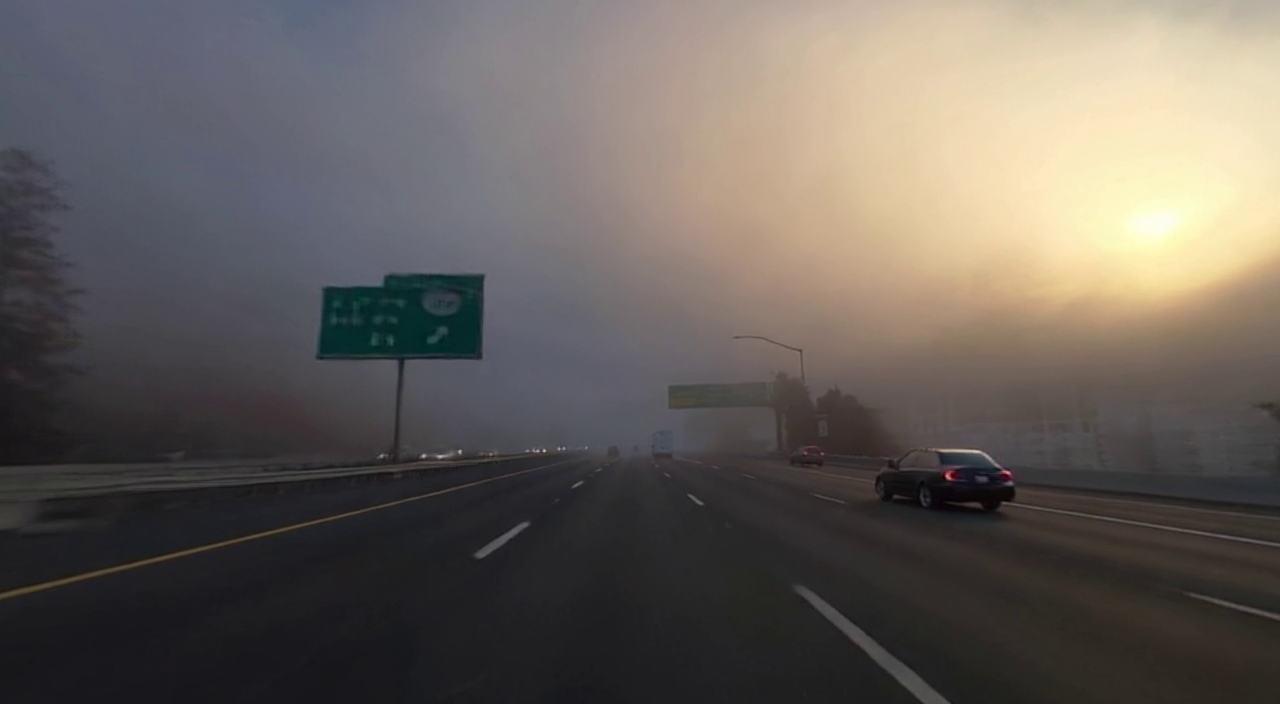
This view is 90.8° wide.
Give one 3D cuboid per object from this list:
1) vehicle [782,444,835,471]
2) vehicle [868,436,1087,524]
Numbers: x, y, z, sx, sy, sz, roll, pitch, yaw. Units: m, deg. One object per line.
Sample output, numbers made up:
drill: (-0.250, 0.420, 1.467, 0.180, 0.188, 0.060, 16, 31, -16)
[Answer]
vehicle: (9.904, 6.238, 37.474, 1.878, 1.509, 4.327, 0, -8, -1)
vehicle: (6.748, 2.587, 13.427, 1.861, 1.500, 4.860, 0, -8, -2)
